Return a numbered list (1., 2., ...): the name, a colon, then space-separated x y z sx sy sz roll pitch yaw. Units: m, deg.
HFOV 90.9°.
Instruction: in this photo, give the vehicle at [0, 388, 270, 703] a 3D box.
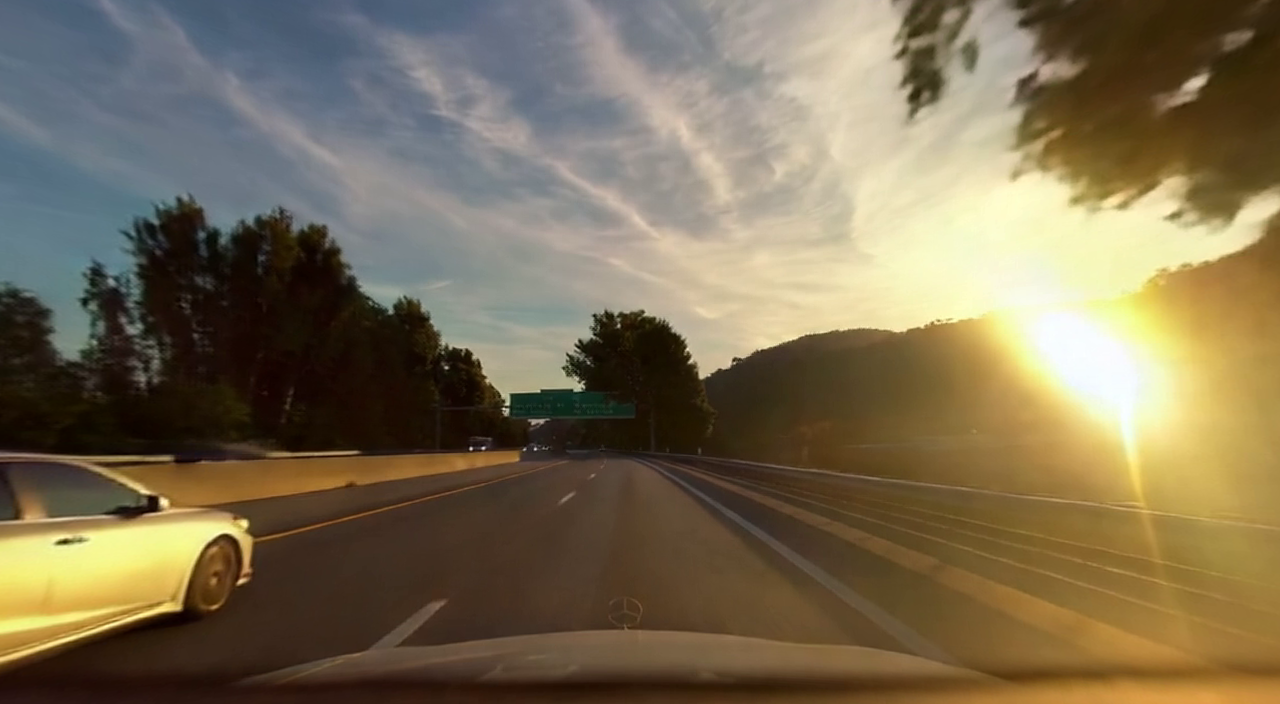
1. vehicle: -3.854 0.941 2.825 1.990 1.532 3.911 0 -9 0
